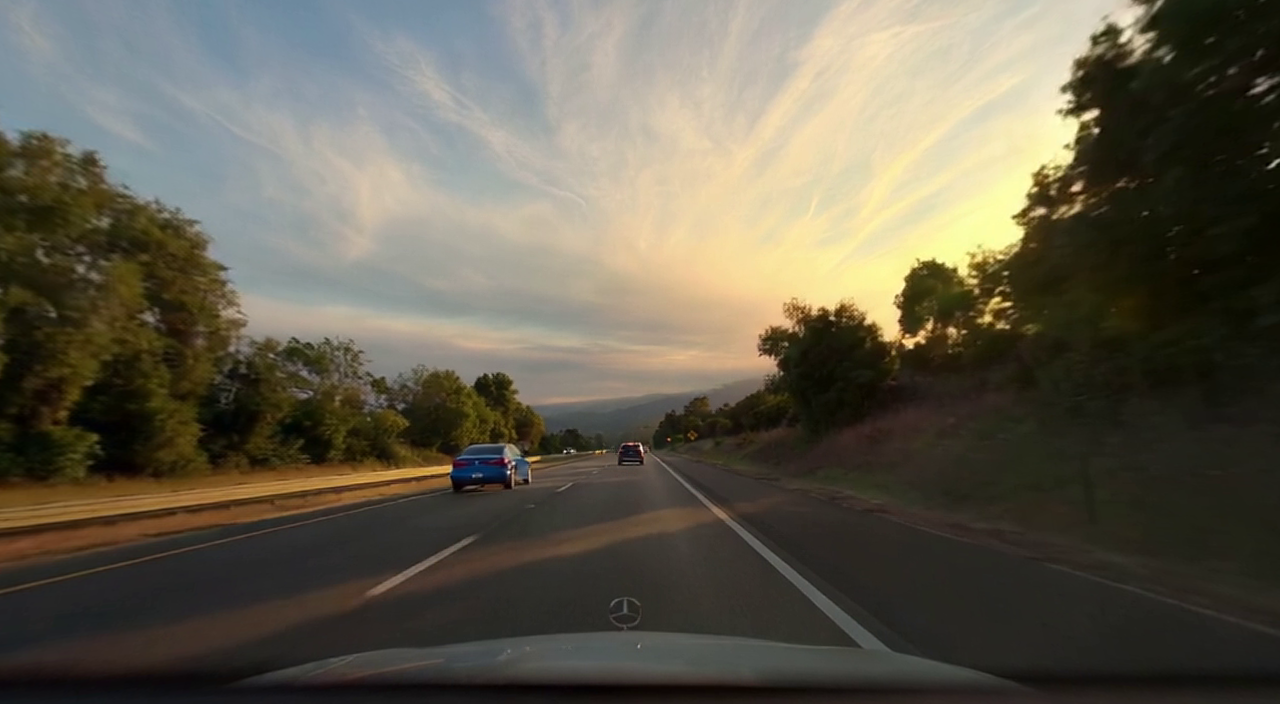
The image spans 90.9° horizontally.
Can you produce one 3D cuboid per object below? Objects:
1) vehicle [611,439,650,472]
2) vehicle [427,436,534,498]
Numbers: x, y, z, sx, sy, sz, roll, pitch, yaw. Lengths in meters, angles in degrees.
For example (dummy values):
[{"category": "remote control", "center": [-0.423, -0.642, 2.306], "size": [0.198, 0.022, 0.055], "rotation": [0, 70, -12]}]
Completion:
[{"category": "vehicle", "center": [-0.561, 5.922, 36.223], "size": [2.126, 1.786, 3.958], "rotation": [0, -9, -1]}, {"category": "vehicle", "center": [-4.690, 3.453, 19.287], "size": [2.113, 1.656, 4.215], "rotation": [0, -9, 1]}]
